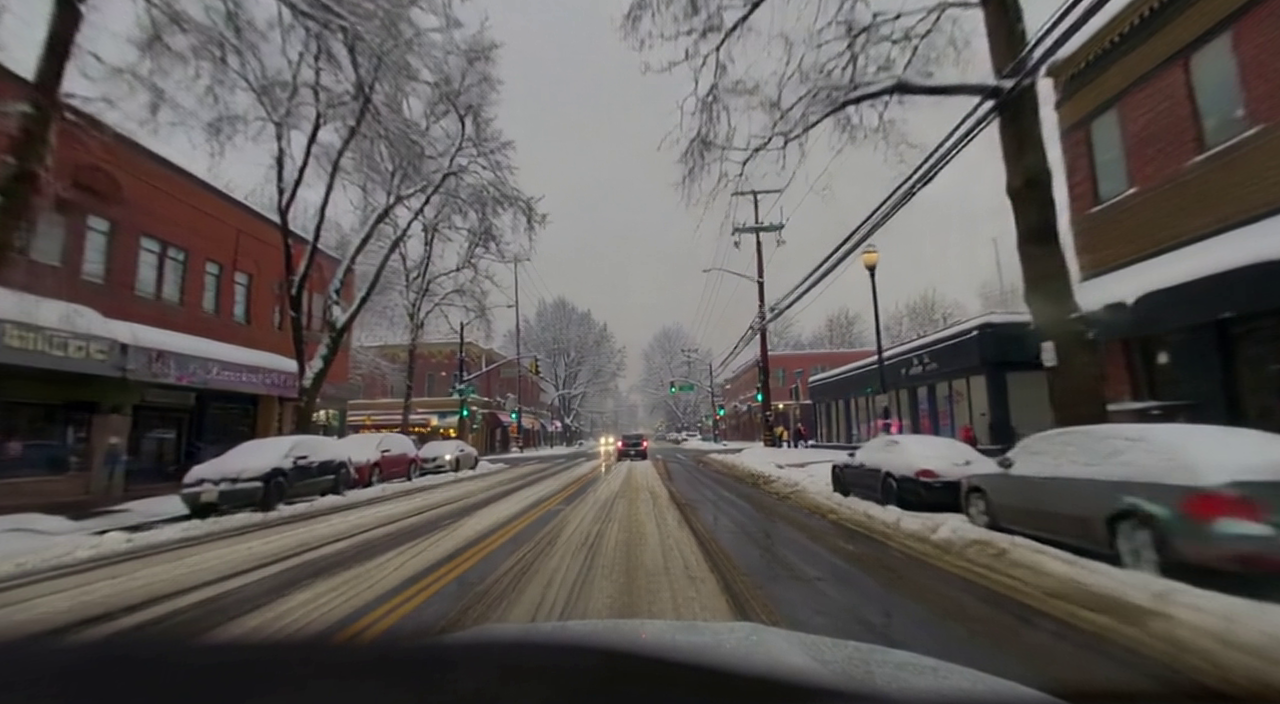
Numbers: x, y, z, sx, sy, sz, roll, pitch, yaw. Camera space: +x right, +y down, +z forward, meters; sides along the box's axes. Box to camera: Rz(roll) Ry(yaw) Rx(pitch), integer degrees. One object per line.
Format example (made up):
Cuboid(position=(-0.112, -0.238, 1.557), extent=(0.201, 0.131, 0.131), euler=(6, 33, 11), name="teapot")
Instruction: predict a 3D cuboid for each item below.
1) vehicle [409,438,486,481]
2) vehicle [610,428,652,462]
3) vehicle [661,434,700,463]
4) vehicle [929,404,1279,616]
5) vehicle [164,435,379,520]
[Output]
Cuboid(position=(-9.738, 5.478, 32.600), extent=(2.048, 1.985, 6.011), euler=(0, -8, 0), name="vehicle")
Cuboid(position=(-0.522, 5.524, 37.414), extent=(2.301, 1.854, 4.919), euler=(0, -8, 0), name="vehicle")
Cuboid(position=(2.343, 5.682, 37.329), extent=(1.998, 1.580, 4.015), euler=(0, -8, -1), name="vehicle")
Cuboid(position=(5.851, 1.646, 7.815), extent=(2.070, 1.761, 4.848), euler=(0, -8, -2), name="vehicle")
Cuboid(position=(-9.442, 3.254, 17.021), extent=(2.305, 1.883, 5.580), euler=(0, -9, 1), name="vehicle")
